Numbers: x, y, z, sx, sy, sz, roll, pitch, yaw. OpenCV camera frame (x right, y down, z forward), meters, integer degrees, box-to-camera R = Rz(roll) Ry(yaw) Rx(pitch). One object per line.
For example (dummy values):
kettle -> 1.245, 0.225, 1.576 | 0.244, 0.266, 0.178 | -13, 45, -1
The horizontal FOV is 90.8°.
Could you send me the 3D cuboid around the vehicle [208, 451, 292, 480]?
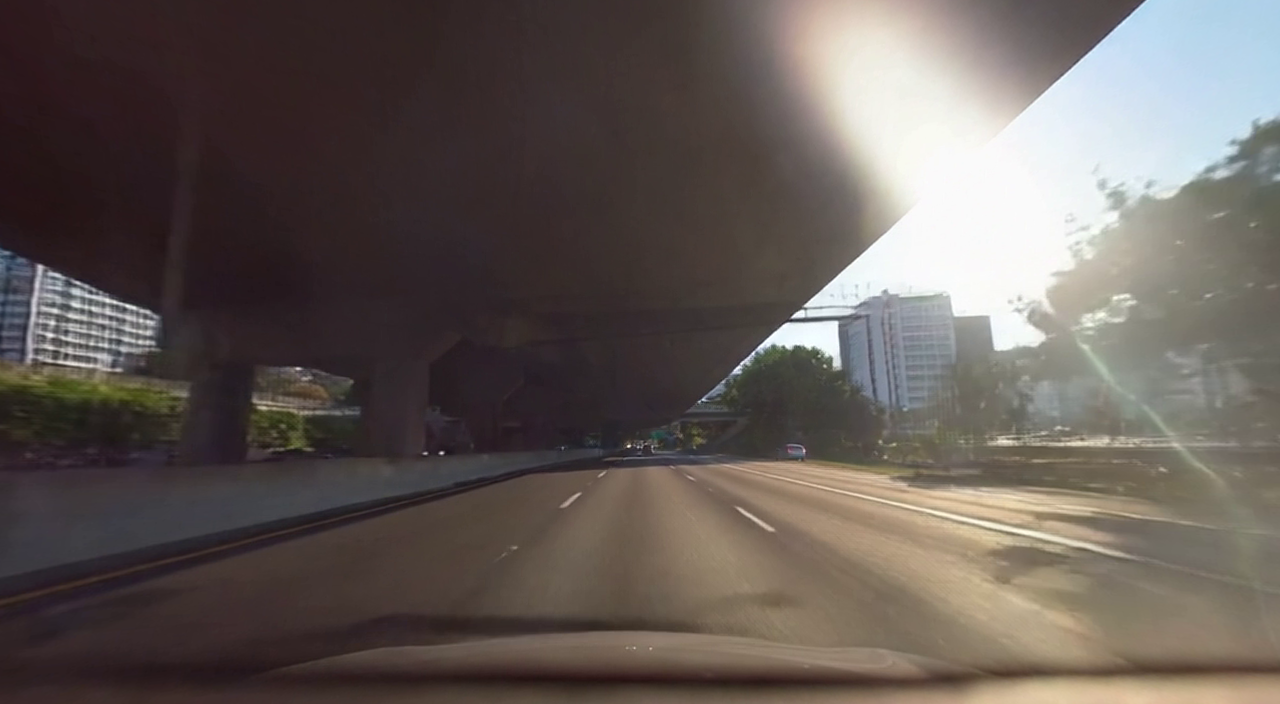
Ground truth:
vehicle -> -20.916, 6.091, 34.111 | 2.085, 1.461, 3.811 | 0, -9, 0
